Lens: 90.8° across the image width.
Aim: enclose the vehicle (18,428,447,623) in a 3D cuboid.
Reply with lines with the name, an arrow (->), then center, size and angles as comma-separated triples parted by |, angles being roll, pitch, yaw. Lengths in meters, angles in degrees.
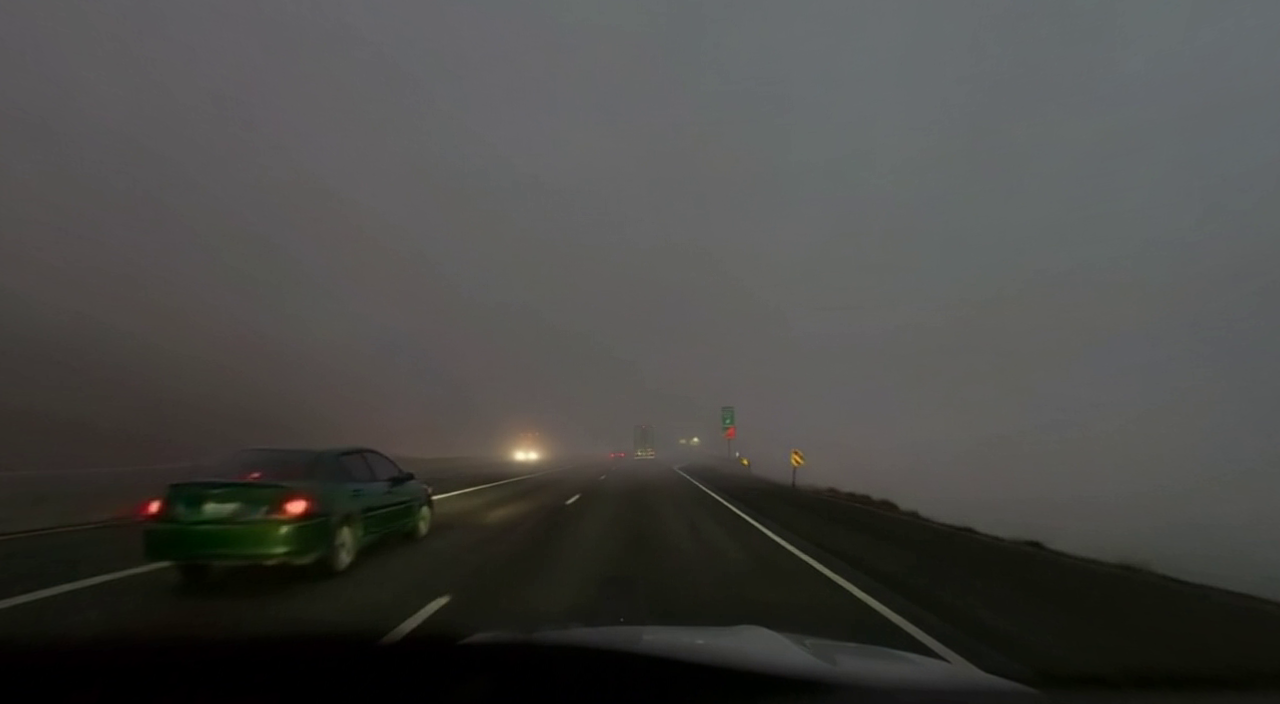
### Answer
vehicle -> -3.744, 1.651, 6.919 | 1.886, 1.465, 4.119 | 0, -9, 1
